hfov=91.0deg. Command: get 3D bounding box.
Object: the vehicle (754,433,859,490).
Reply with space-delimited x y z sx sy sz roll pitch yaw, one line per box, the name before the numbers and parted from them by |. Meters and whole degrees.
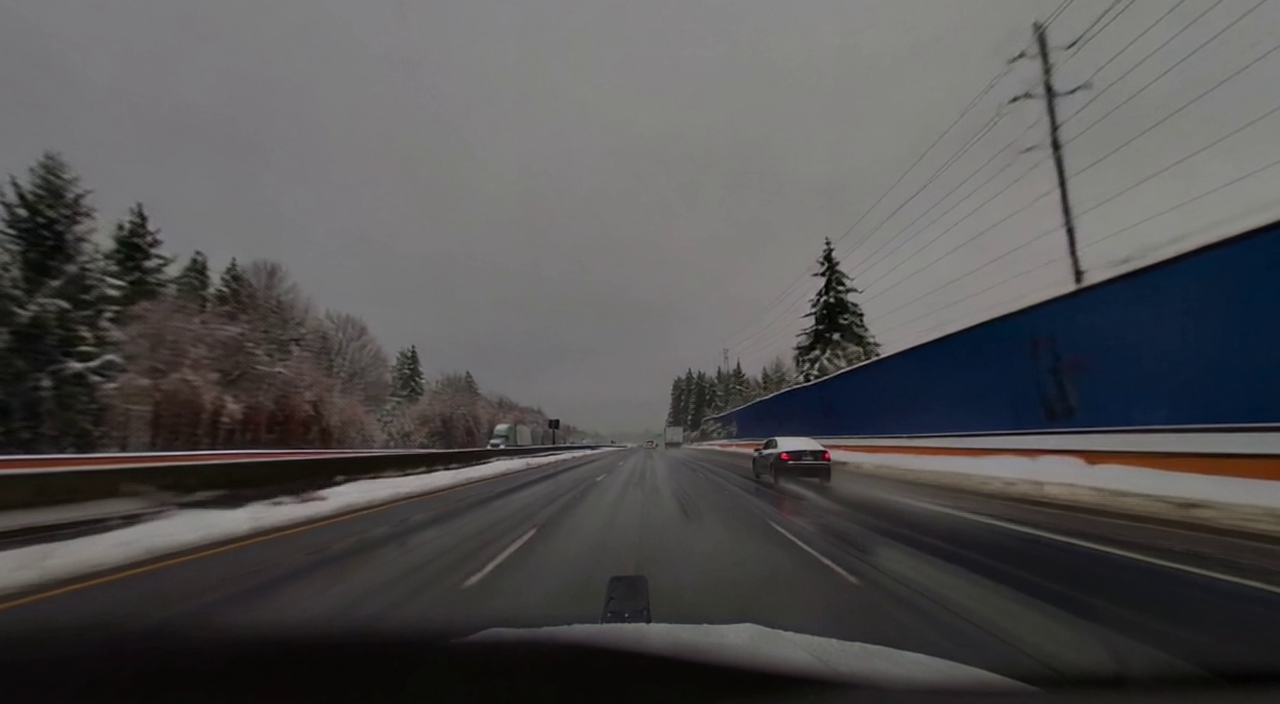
vehicle | 4.741 3.162 18.539 1.991 1.494 3.951 0 -8 0
